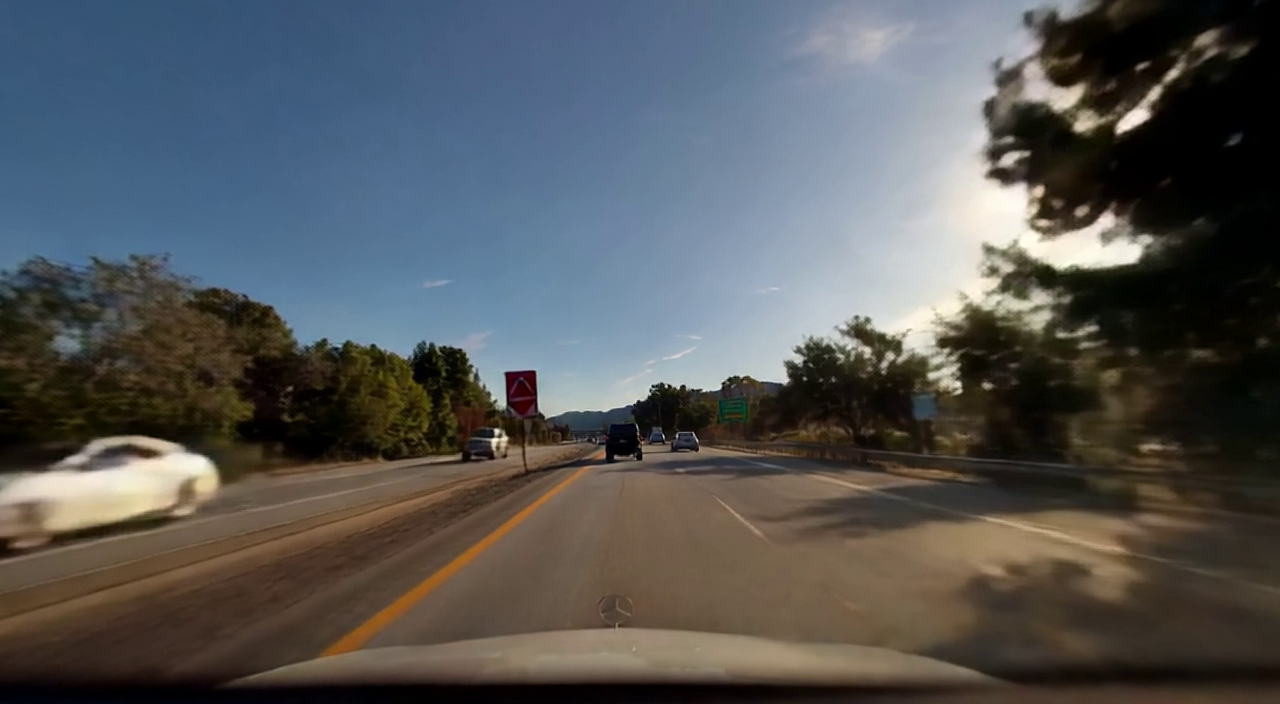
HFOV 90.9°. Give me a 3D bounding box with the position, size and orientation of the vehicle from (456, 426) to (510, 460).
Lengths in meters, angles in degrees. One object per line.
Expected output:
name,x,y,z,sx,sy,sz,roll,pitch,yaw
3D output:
vehicle,-9.629,5.625,39.134,2.120,1.905,5.052,0,-8,-1

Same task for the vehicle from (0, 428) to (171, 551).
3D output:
vehicle,-9.197,1.885,8.922,1.939,1.568,4.109,0,-8,-1

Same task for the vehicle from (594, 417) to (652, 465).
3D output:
vehicle,-0.772,4.103,29.166,2.503,2.044,4.633,0,-8,-1
